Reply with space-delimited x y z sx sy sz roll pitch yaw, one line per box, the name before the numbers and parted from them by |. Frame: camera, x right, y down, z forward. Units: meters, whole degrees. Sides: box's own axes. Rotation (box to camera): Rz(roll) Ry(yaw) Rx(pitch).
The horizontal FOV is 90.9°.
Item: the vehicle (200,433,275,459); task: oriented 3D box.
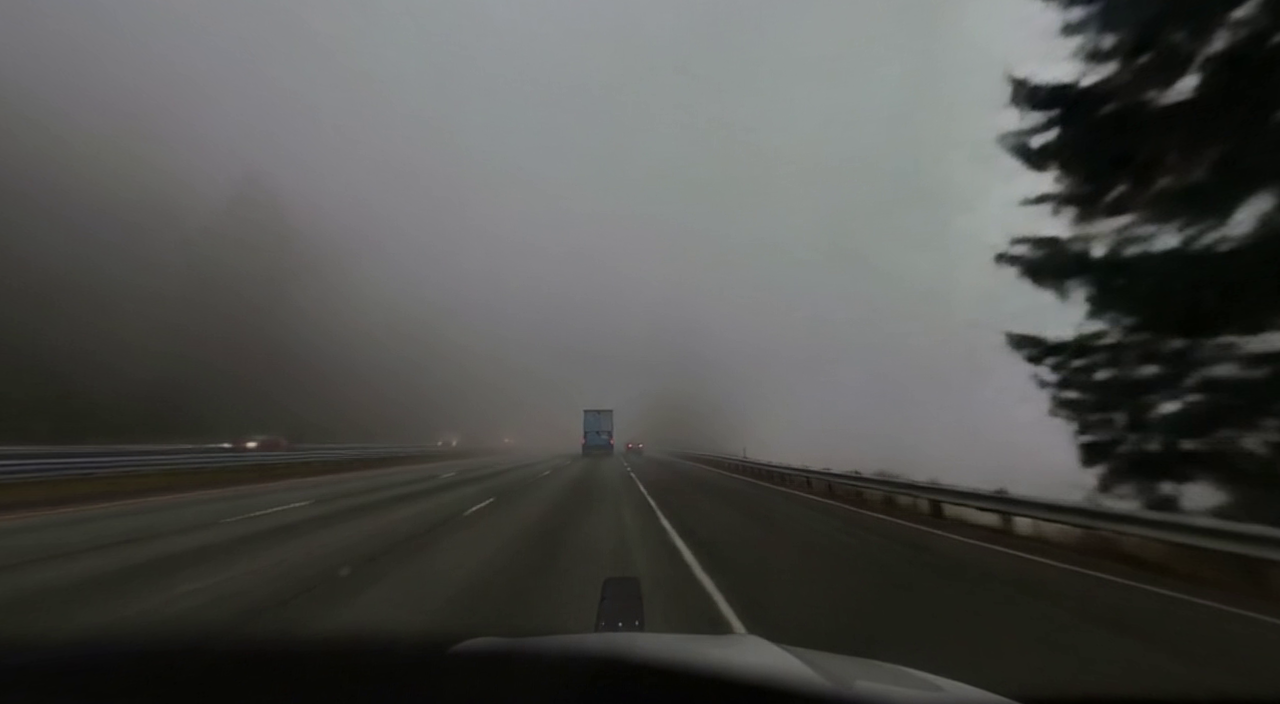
vehicle | -25.132 5.861 39.594 1.777 1.539 4.656 1 -8 -2
